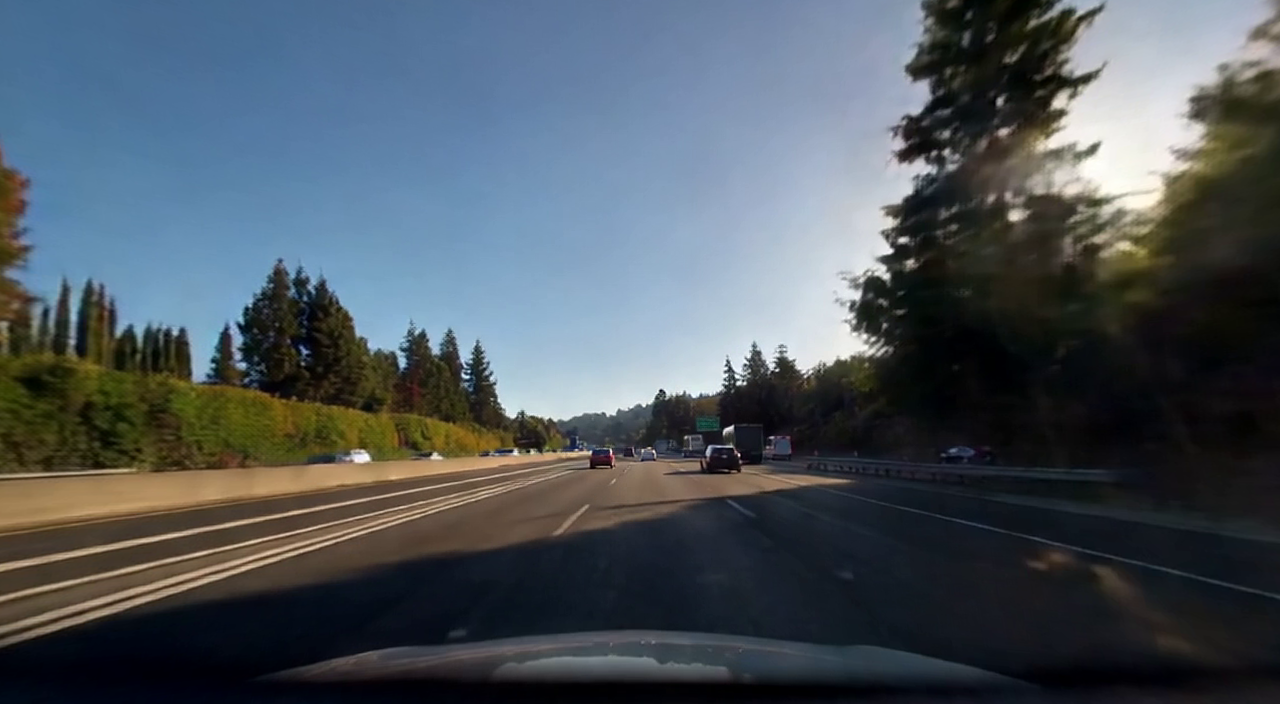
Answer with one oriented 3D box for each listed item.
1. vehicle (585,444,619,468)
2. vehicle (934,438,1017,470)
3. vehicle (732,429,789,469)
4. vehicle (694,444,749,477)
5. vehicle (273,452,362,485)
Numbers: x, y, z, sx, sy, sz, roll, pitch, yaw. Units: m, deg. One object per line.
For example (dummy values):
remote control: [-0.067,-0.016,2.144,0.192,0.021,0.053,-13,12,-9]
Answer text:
vehicle: [-2.648,7.356,44.652,2.060,1.587,4.093,0,-9,1]
vehicle: [22.663,6.899,42.936,2.221,1.995,5.803,0,-9,-3]
vehicle: [8.220,6.684,43.556,2.729,2.628,4.875,0,-9,-2]
vehicle: [3.977,5.397,31.636,2.080,1.493,4.674,0,-9,-1]
vehicle: [-15.842,5.732,31.256,1.985,1.470,4.400,0,-9,1]
